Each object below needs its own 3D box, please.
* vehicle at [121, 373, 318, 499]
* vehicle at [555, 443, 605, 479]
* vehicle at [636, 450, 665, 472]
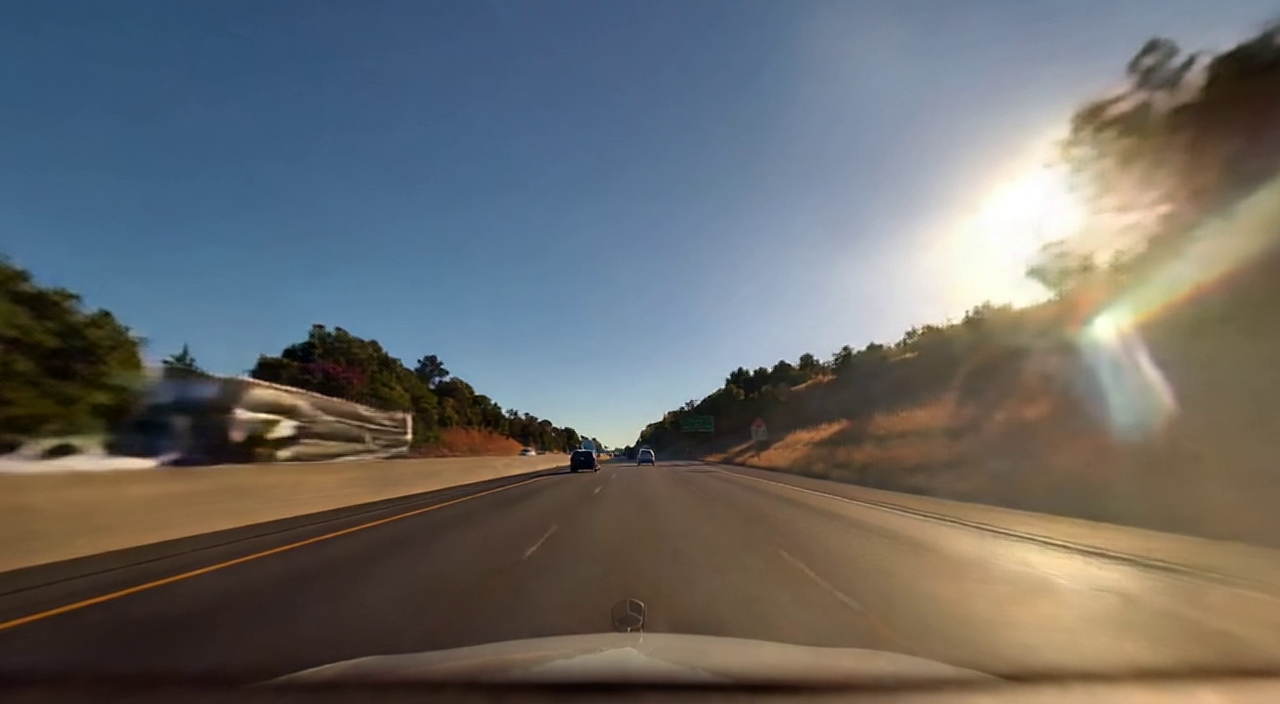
[{"bbox_3d":[-15.028,3.130,23.236,2.994,4.041,5.835,0,-9,0],"label":"vehicle"},{"bbox_3d":[-3.017,5.640,32.802,2.143,1.770,4.283,0,-9,1],"label":"vehicle"},{"bbox_3d":[0.739,7.926,46.102,2.036,1.519,4.225,0,-9,0],"label":"vehicle"}]
